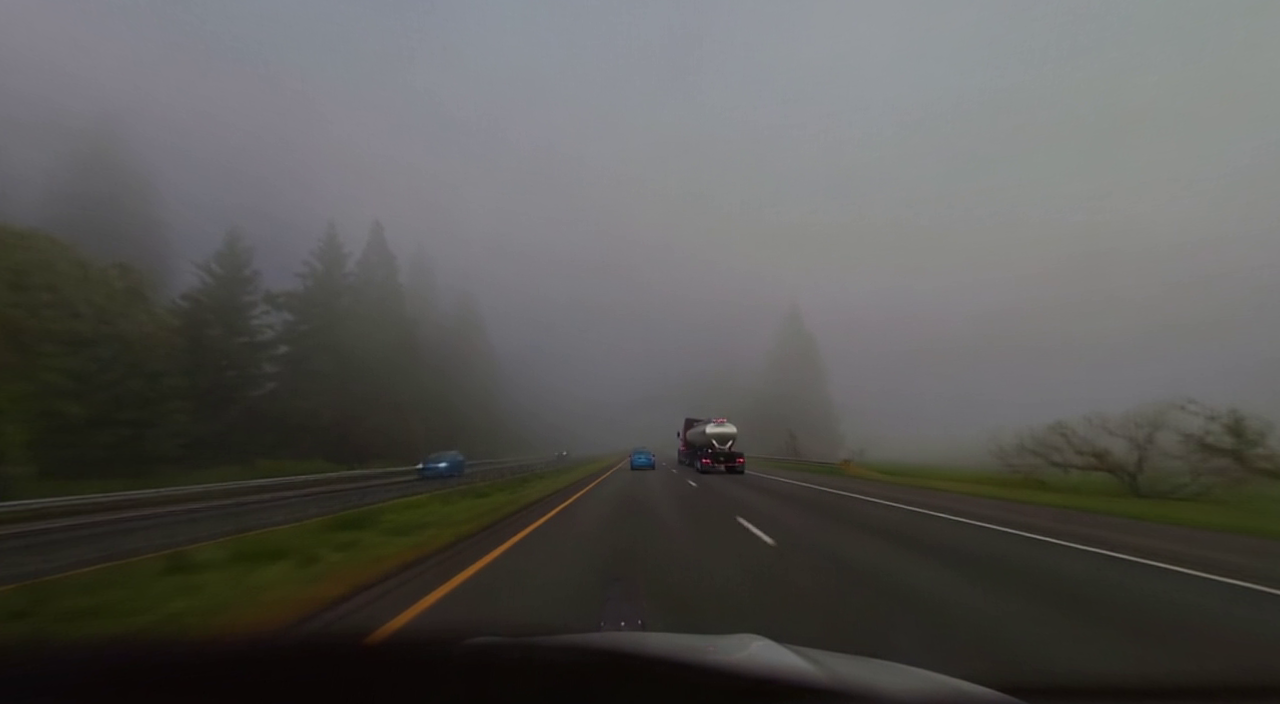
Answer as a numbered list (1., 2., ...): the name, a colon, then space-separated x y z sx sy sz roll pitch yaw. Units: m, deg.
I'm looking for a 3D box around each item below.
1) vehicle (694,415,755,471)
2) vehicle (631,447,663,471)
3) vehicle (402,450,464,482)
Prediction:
1. vehicle: 4.988 5.600 38.468 2.718 3.034 7.395 0 -9 0
2. vehicle: 0.412 6.738 39.839 1.926 1.386 3.615 0 -9 0
3. vehicle: -11.867 6.547 36.422 1.995 1.691 4.555 0 -9 0
